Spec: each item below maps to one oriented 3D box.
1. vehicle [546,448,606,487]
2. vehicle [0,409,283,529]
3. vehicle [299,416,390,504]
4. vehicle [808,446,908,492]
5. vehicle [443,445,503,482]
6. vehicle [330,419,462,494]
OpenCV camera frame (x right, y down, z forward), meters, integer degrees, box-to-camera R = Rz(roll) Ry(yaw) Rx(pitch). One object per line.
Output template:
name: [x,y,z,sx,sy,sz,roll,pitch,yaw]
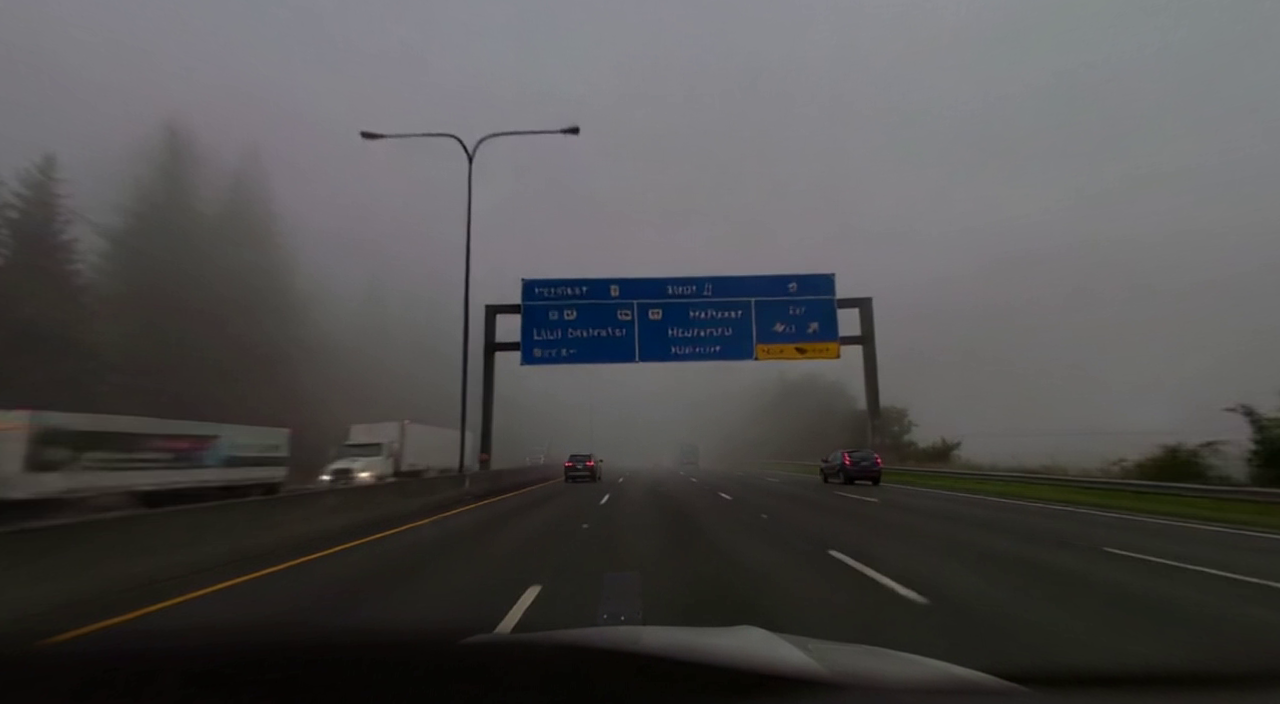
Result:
vehicle: [-2.741,5.104,28.157,2.191,1.563,4.318,0,-9,0]
vehicle: [-18.831,4.494,25.180,2.761,3.716,10.785,0,-9,0]
vehicle: [-15.274,5.578,32.869,2.923,4.280,3.390,0,-9,0]
vehicle: [7.701,4.162,22.808,1.943,1.493,4.507,0,-9,-1]
vehicle: [-11.296,7.586,43.298,2.334,2.350,6.510,0,-9,0]
vehicle: [-15.200,6.765,41.192,2.975,4.006,13.924,0,-9,0]
